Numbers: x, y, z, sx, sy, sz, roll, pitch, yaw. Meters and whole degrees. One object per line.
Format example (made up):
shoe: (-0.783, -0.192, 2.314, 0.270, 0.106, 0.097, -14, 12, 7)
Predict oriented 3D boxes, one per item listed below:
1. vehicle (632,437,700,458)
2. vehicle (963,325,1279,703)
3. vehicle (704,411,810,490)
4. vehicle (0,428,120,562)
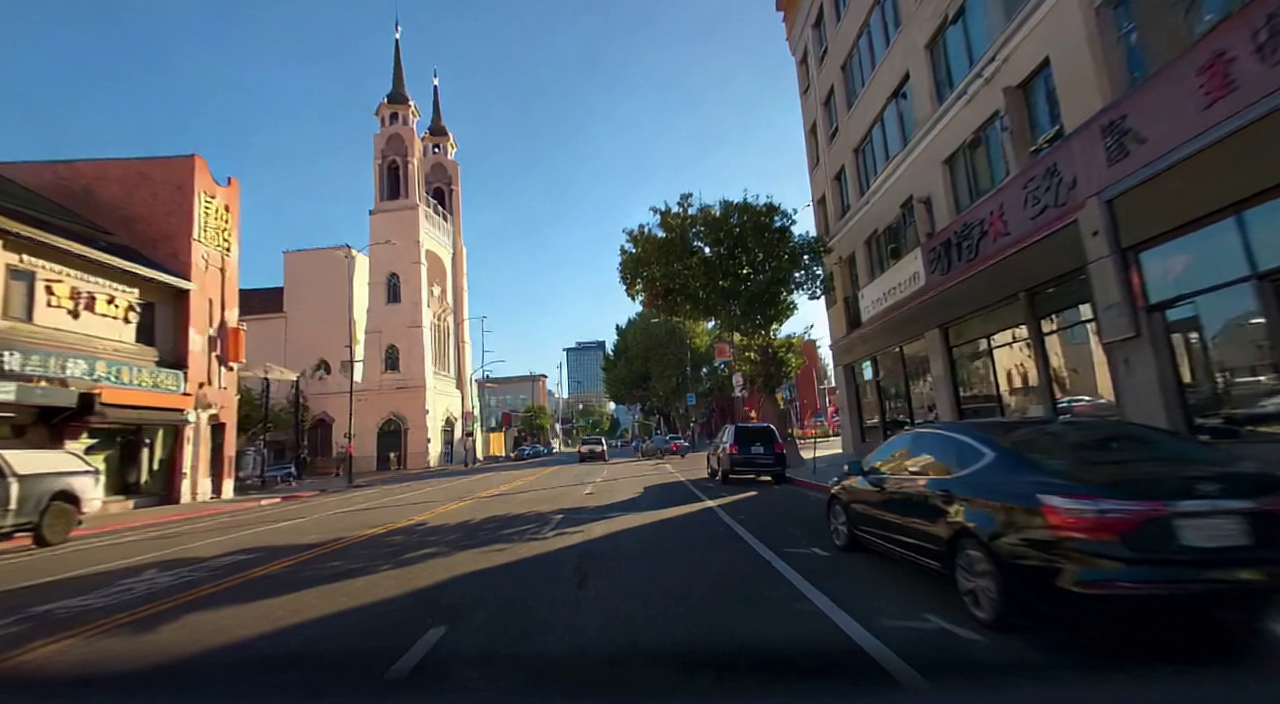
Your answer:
vehicle: (1.902, 7.033, 46.442, 4.620, 1.476, 1.881, 3, -9, -19)
vehicle: (3.141, 0.694, 1.562, 2.452, 1.640, 4.646, -1, -8, 4)
vehicle: (3.337, 2.979, 19.425, 2.269, 2.046, 5.649, 0, -8, 1)
vehicle: (-15.505, 2.870, 12.105, 2.953, 2.851, 9.417, 2, -8, 0)
